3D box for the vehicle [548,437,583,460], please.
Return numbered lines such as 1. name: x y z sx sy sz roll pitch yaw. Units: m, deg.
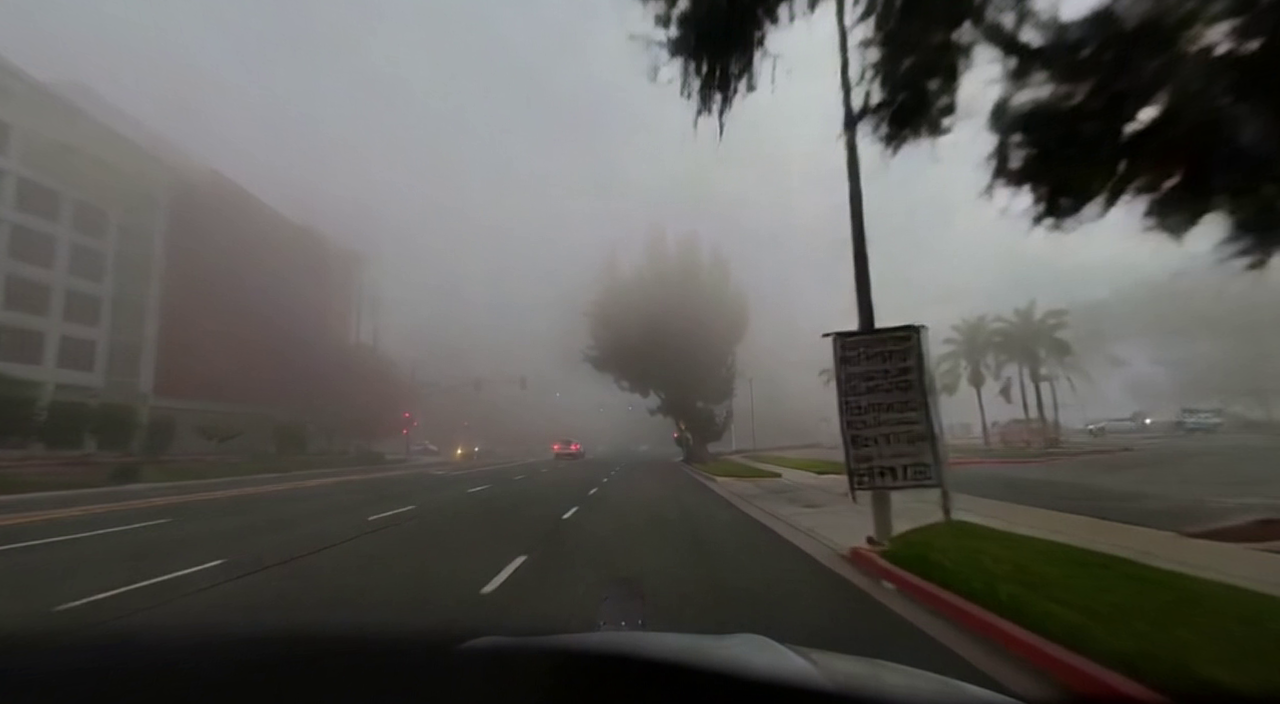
1. vehicle: -5.888 7.649 49.964 2.121 1.731 4.707 0 -8 1
